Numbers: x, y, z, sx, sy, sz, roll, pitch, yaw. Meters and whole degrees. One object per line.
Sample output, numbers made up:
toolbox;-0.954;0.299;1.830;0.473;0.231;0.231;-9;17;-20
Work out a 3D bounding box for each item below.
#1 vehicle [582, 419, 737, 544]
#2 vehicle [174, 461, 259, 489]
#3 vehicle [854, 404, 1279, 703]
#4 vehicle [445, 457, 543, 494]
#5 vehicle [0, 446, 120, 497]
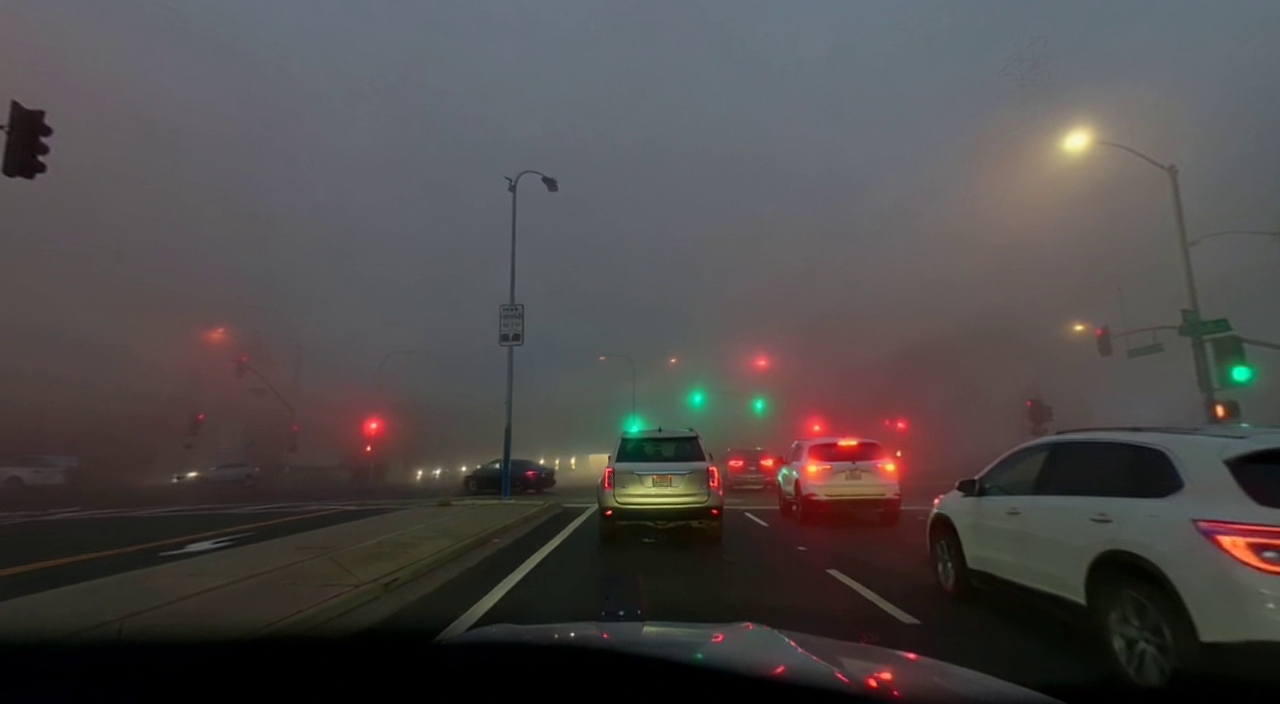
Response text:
vehicle;0.268;2.267;11.675;2.292;1.840;4.394;0;-9;0
vehicle;-25.691;7.458;38.454;3.981;1.477;1.872;4;-10;-26
vehicle;3.434;1.326;4.965;2.056;1.516;4.776;-1;-9;3
vehicle;-6.283;5.228;26.911;4.447;1.430;1.885;-10;-14;43
vehicle;-24.975;4.875;26.004;5.062;1.946;2.243;0;-9;0
